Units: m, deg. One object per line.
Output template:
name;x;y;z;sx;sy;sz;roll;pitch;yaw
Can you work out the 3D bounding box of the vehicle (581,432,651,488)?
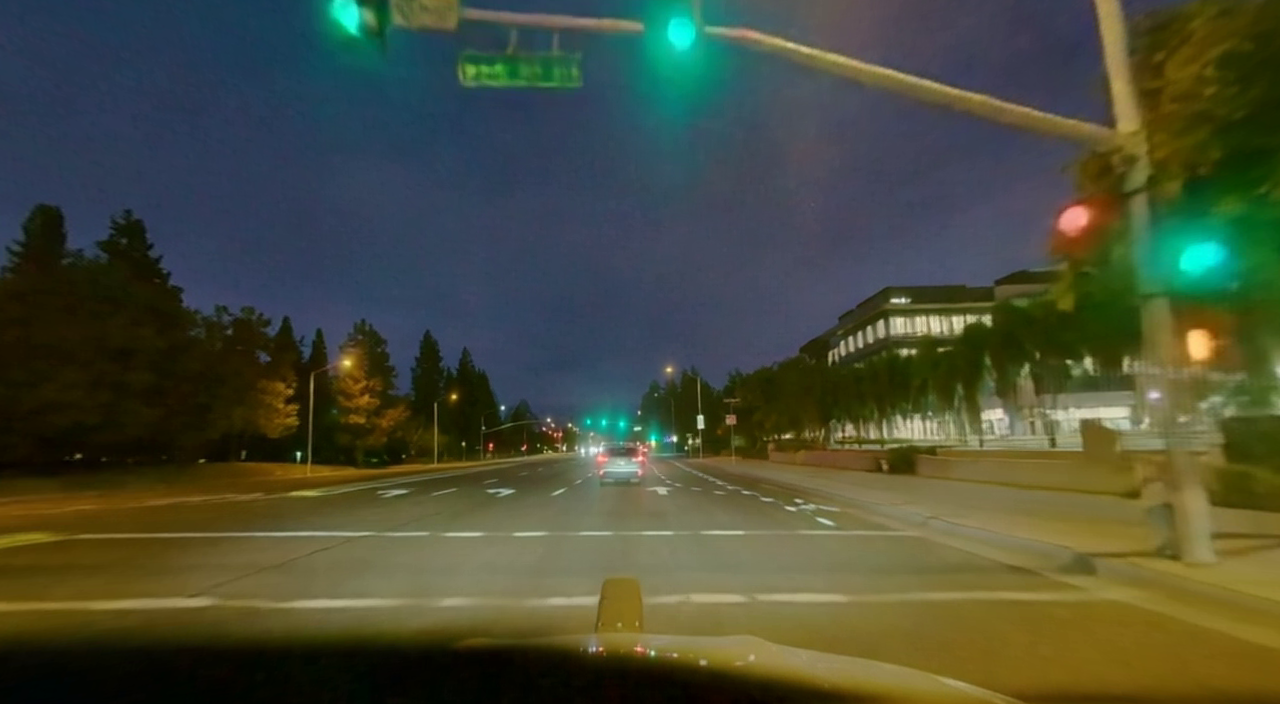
vehicle;-0.757;3.634;21.423;2.130;1.711;4.038;0;-9;-1
